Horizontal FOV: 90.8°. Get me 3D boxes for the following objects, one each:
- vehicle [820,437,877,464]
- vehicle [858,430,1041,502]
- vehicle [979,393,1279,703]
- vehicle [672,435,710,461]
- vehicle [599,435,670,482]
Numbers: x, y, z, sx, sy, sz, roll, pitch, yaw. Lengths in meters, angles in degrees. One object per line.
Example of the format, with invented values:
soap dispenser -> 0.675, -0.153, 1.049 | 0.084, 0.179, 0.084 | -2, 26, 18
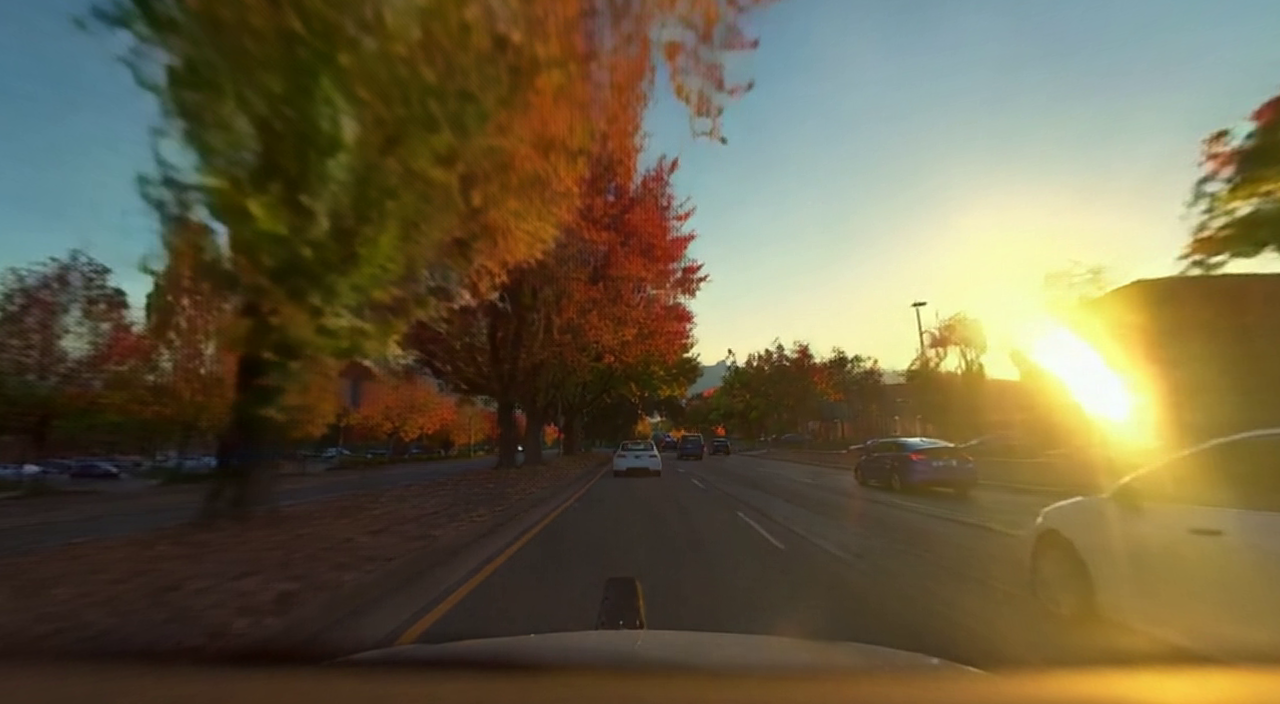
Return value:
vehicle -> 14.608, 6.948, 44.586 | 2.205, 1.754, 4.925 | 0, -8, -2
vehicle -> 7.334, 2.748, 15.671 | 2.111, 1.493, 4.639 | 0, -8, -1
vehicle -> 3.685, 0.923, 2.621 | 2.094, 1.480, 4.323 | 0, -8, -1
vehicle -> 3.468, 6.687, 44.084 | 2.188, 1.760, 4.297 | 0, -8, -1
vehicle -> -0.201, 3.780, 22.711 | 2.289, 1.471, 4.477 | 0, -8, -1
